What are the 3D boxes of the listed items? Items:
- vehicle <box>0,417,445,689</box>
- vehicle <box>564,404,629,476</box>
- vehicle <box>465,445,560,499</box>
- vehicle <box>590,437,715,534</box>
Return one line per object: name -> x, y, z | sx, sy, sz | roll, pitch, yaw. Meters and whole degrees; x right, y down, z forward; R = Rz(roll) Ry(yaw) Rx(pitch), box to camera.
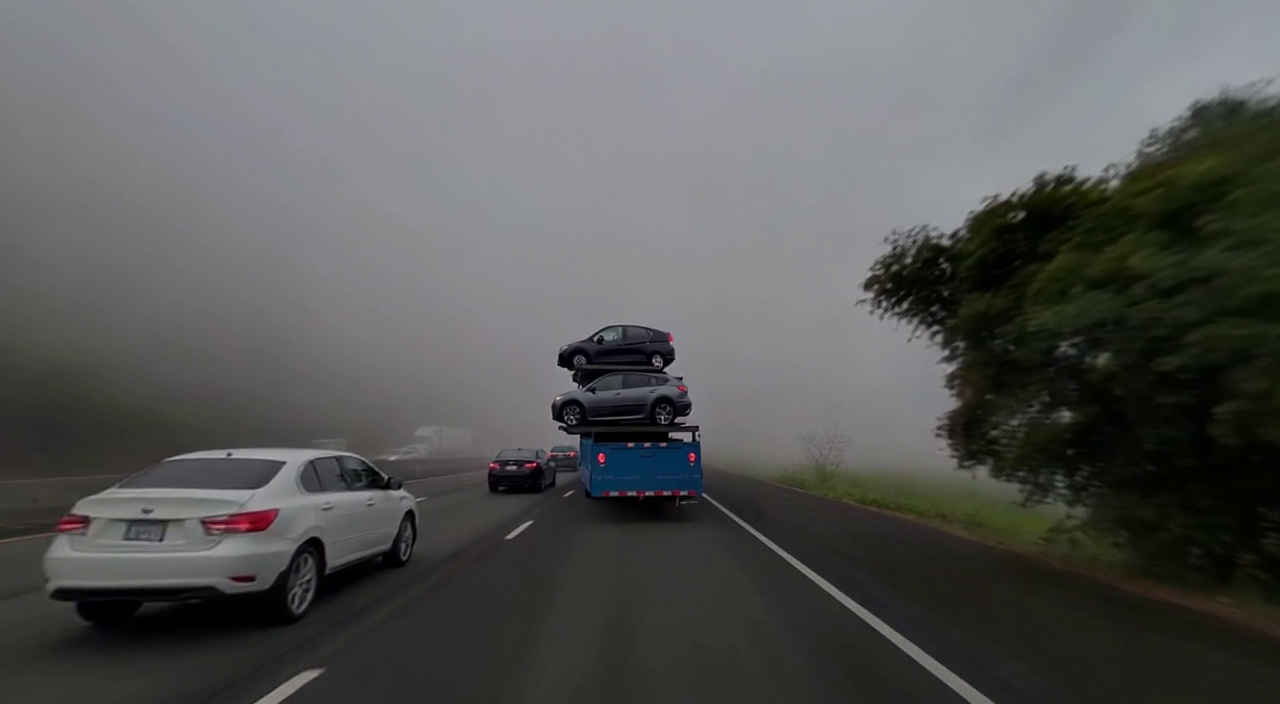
vehicle -> -3.367, 1.410, 5.455 | 2.149, 1.497, 3.753 | 0, -9, 0
vehicle -> -2.977, 5.581, 39.394 | 2.995, 3.854, 10.505 | 1, -9, -10
vehicle -> -3.821, 3.662, 19.757 | 1.947, 1.470, 4.526 | 0, -9, 1
vehicle -> 0.170, 2.390, 11.777 | 1.991, 1.507, 3.391 | 0, -9, -1
